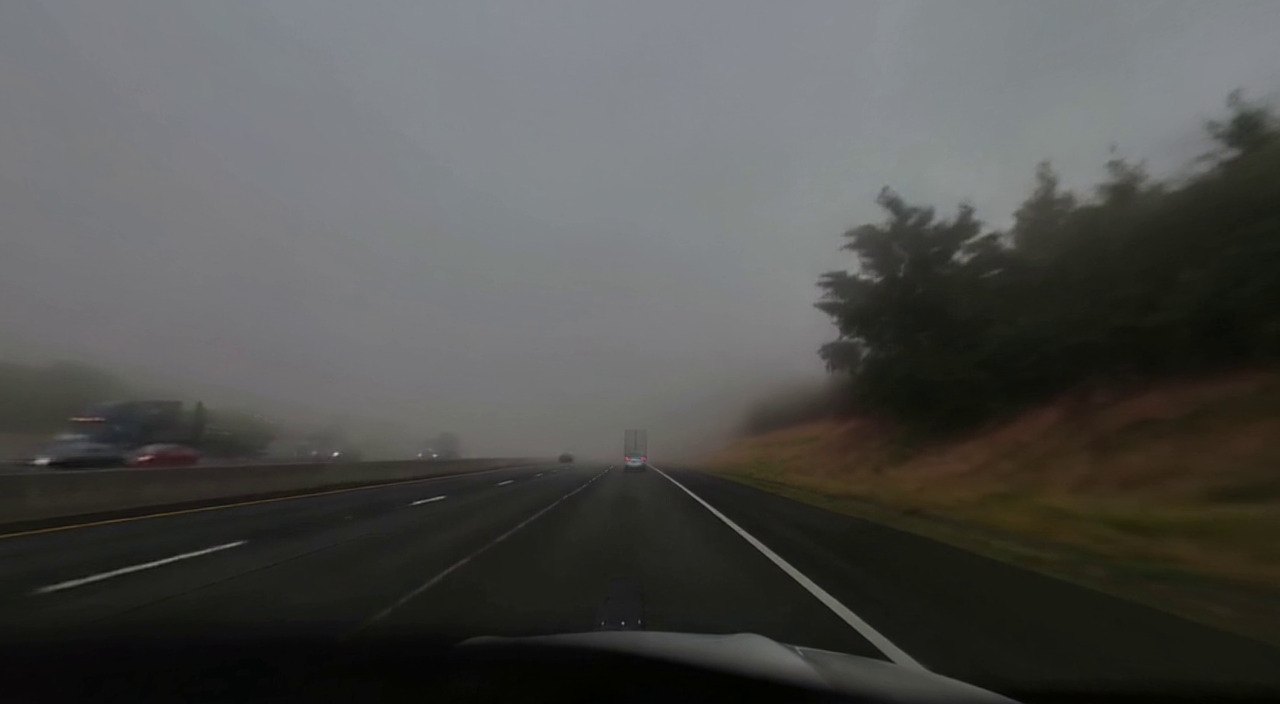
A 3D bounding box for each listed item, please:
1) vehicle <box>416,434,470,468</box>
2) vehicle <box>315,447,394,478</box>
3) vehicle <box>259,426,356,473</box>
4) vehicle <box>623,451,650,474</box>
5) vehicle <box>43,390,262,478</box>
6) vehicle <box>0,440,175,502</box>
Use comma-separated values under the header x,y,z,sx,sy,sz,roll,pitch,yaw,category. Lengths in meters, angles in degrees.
x,y,z,sx,sy,sz,roll,pitch,yaw,category
-15.131,7.672,48.854,2.382,2.437,5.706,0,-9,-1,vehicle
-14.705,5.711,32.769,1.935,1.486,4.694,0,-9,0,vehicle
-19.392,5.764,37.236,2.379,2.537,6.065,0,-9,0,vehicle
-0.276,8.645,49.431,2.009,1.657,3.962,0,-9,-1,vehicle
-23.870,4.294,32.055,2.893,3.701,10.393,0,-9,-1,vehicle
-14.767,3.080,16.661,1.837,1.427,4.020,0,-9,0,vehicle
